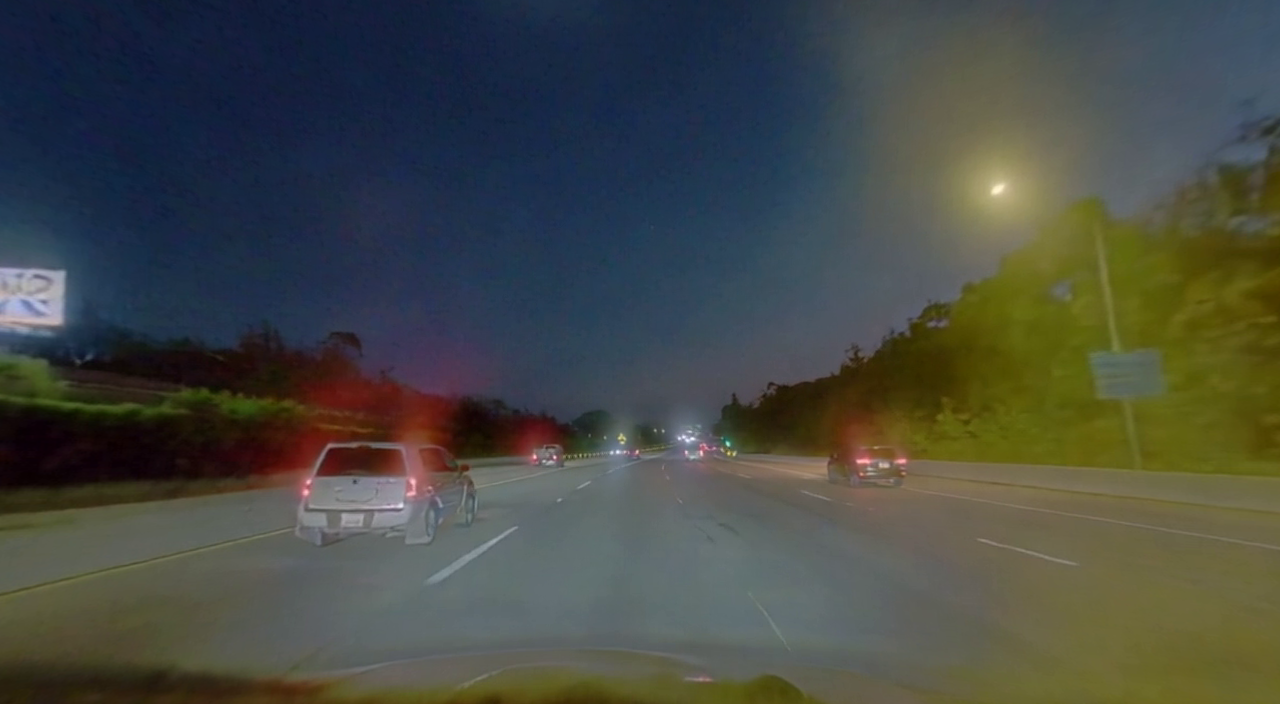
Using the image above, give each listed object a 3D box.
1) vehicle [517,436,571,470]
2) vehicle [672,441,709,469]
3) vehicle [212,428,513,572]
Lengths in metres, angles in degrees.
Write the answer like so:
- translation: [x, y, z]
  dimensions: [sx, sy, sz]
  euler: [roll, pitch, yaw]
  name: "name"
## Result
- translation: [-6.197, 6.663, 41.748]
  dimensions: [2.383, 2.048, 5.875]
  euler: [0, -9, 3]
  name: "vehicle"
- translation: [3.401, 7.123, 43.639]
  dimensions: [2.211, 1.814, 4.404]
  euler: [0, -9, 0]
  name: "vehicle"
- translation: [-3.355, 1.894, 8.889]
  dimensions: [2.192, 1.482, 4.454]
  euler: [0, -9, 0]
  name: "vehicle"
